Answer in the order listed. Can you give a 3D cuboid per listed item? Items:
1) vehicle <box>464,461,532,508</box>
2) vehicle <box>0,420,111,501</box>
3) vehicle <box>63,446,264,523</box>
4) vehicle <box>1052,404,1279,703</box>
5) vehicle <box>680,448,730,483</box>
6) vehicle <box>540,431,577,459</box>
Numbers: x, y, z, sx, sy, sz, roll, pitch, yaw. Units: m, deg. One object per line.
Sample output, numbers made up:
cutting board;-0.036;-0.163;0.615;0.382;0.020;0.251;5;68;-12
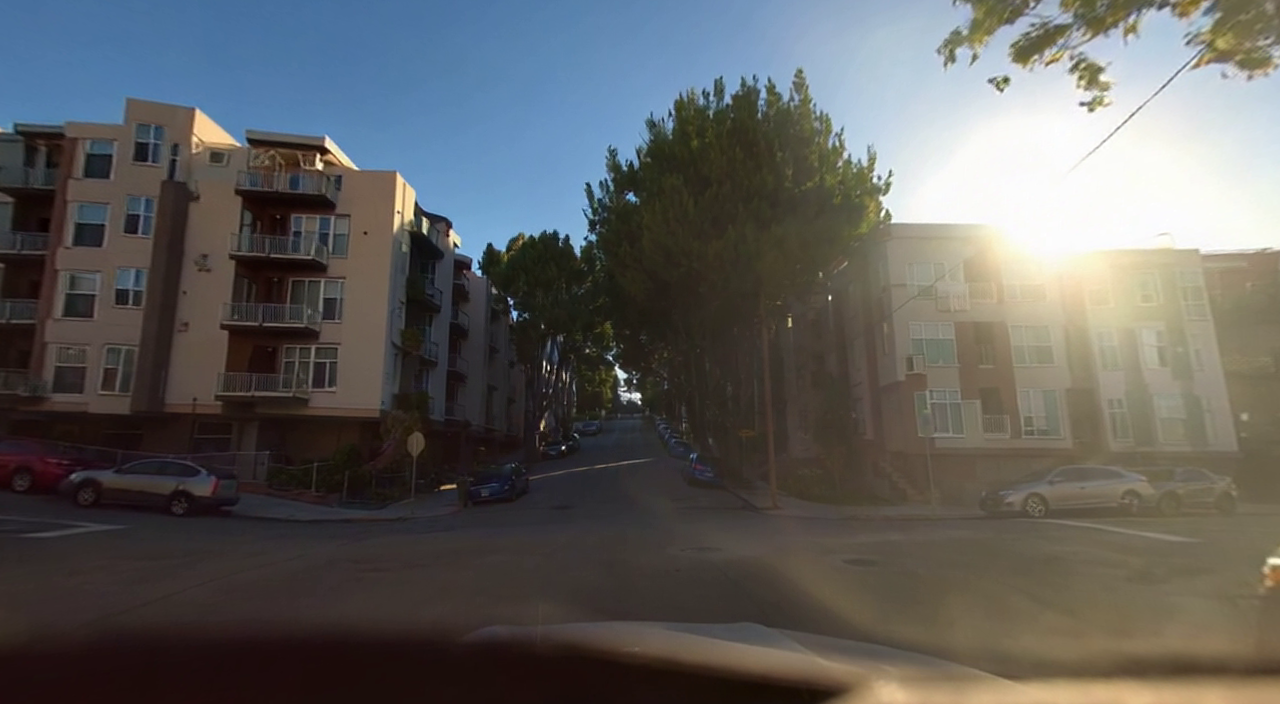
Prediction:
vehicle;-5.859;5.500;26.571;1.987;1.662;4.141;-2;-9;-1
vehicle;-19.131;3.081;18.802;4.665;1.866;2.002;9;-9;-1
vehicle;-13.982;3.925;18.743;4.243;1.676;1.844;6;-12;1
vehicle;3.352;0.769;0.919;2.064;1.548;5.186;0;-8;1
vehicle;3.421;6.061;34.184;2.051;1.526;4.673;0;-6;-2
vehicle;-6.166;7.058;48.256;2.101;1.732;4.119;-3;-5;3
